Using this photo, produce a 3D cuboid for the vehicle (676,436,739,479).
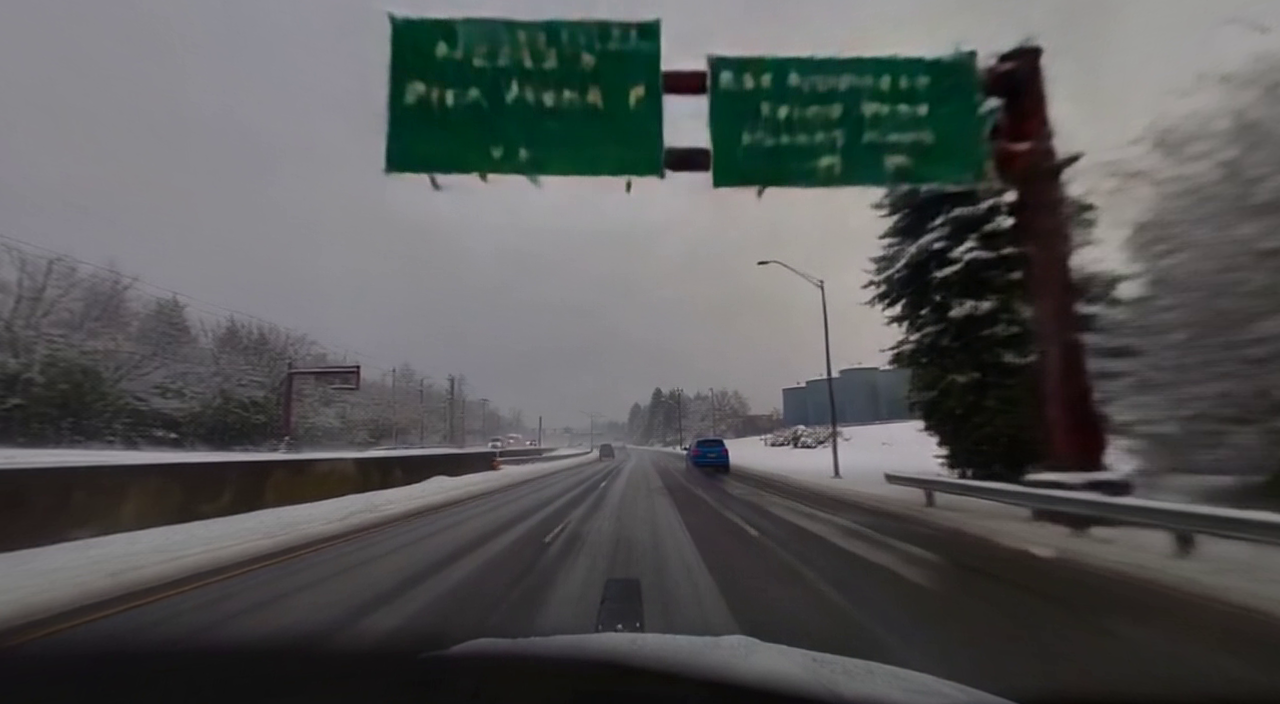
[{"bbox_3d":[3.007,4.847,29.269,2.296,1.790,5.067,0,-9,-1],"label":"vehicle"}]
